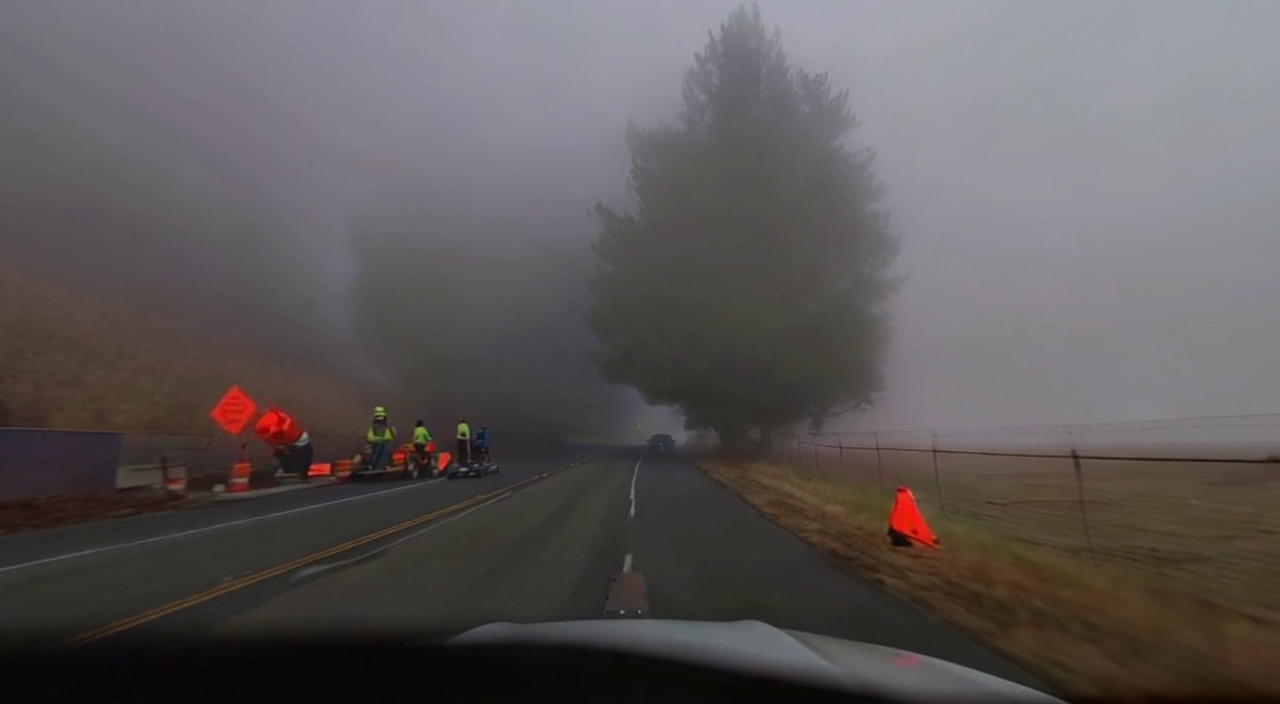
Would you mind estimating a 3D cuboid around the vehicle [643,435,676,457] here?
[{"bbox_3d":[1.336,6.520,43.877,2.172,1.486,3.581,0,-9,1],"label":"vehicle"}]

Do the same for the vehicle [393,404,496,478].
[{"bbox_3d":[-7.527,3.479,24.653,3.064,2.710,2.385,-1,-9,4],"label":"vehicle"}]
